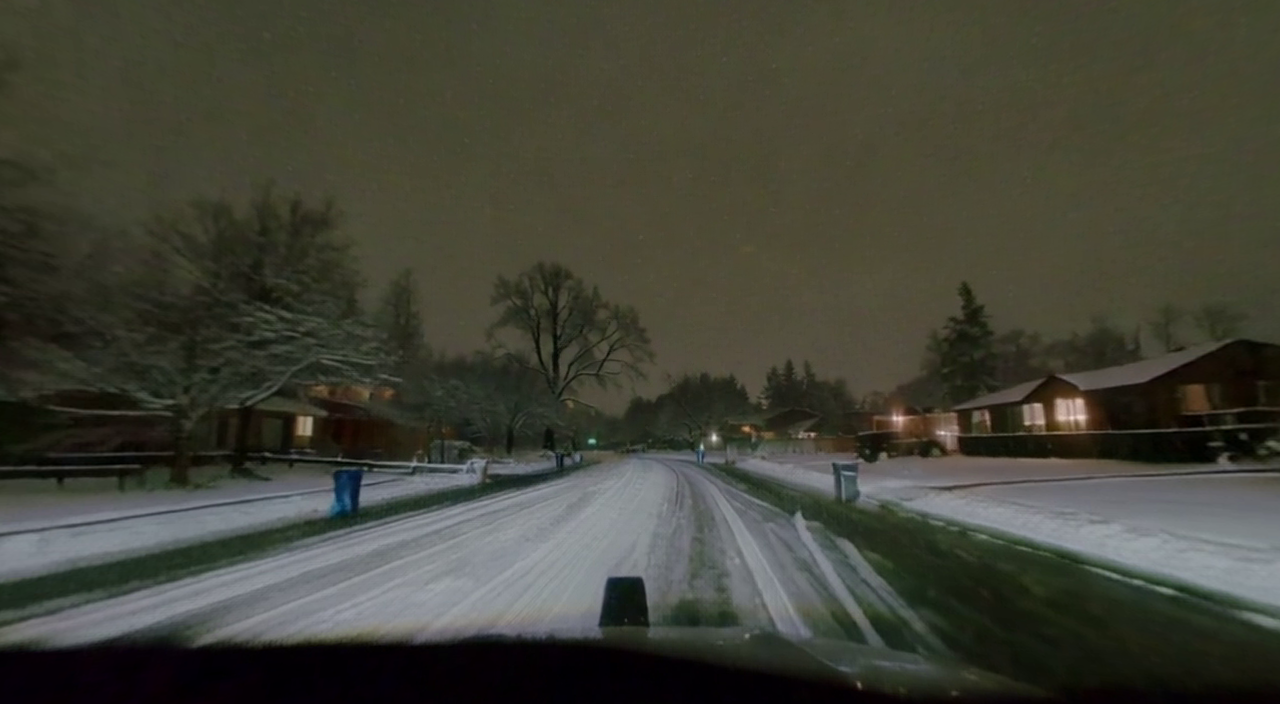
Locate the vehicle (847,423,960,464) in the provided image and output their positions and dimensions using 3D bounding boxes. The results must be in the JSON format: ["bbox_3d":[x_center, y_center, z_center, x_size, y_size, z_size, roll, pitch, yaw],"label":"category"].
[{"bbox_3d":[12.684,4.449,30.528,4.581,1.853,2.024,2,-9,-7],"label":"vehicle"}]
